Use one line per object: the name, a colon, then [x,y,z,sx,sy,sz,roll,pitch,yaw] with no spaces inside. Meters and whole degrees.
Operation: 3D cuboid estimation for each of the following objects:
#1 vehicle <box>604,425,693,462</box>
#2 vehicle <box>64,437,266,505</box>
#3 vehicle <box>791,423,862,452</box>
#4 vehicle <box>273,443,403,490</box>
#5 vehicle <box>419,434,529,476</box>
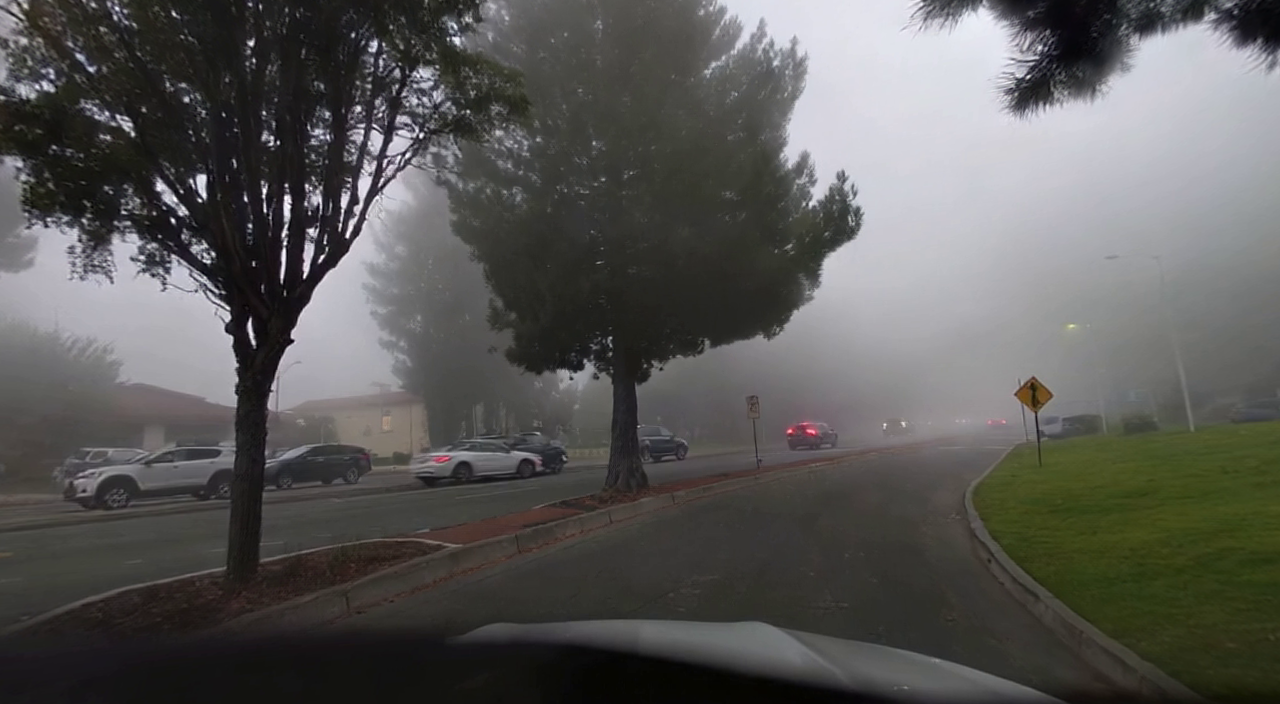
vehicle: [0.598,5.047,35.029,2.195,1.909,5.353,-5,-10,37]
vehicle: [-15.756,3.906,21.270,2.294,2.000,4.788,-7,-10,33]
vehicle: [11.514,5.243,38.747,1.949,1.640,5.372,-7,-10,42]
vehicle: [-12.307,4.618,26.000,1.904,1.719,4.326,-6,-10,37]
vehicle: [-8.213,5.098,31.732,2.134,1.924,4.911,-7,-10,41]
